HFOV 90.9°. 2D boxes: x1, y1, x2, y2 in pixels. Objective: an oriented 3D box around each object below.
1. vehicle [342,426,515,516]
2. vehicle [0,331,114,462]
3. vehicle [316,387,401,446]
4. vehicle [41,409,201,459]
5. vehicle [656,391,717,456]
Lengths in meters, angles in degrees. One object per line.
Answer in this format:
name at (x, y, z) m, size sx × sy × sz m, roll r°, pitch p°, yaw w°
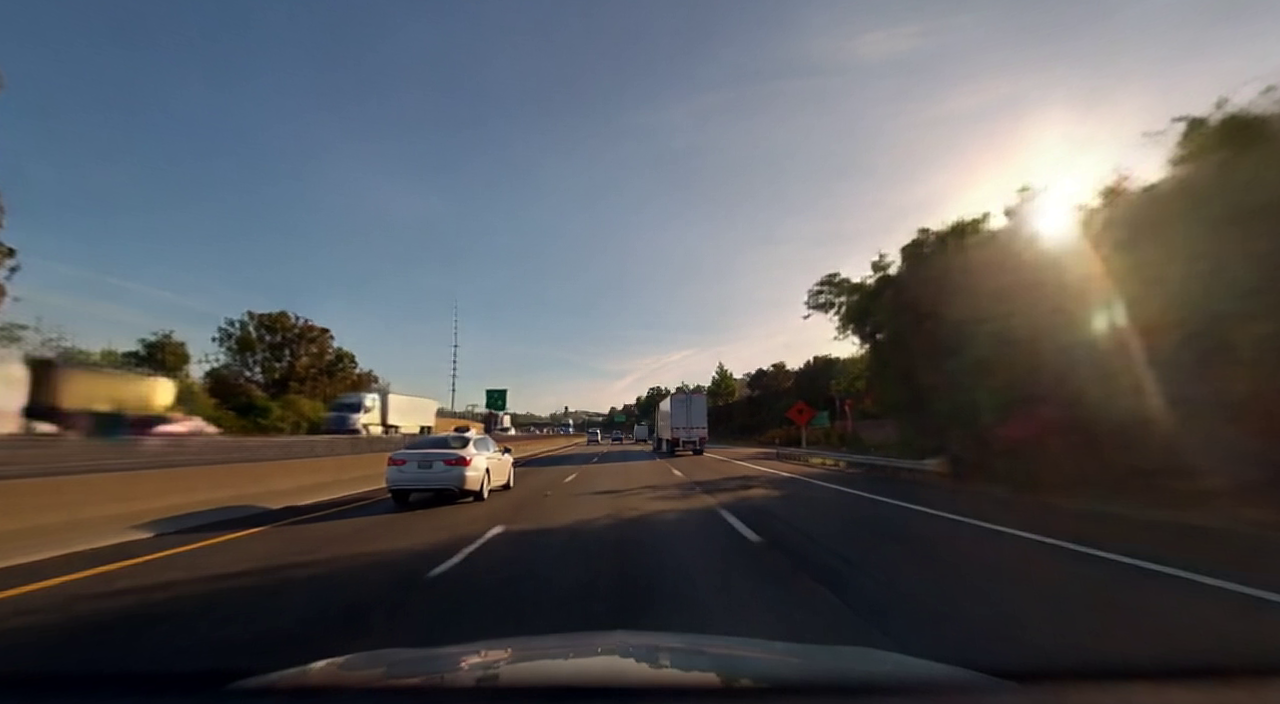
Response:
vehicle at (-3.894, 2.240, 12.527) m, size 1.971 × 1.444 × 4.401 m, roll 0°, pitch -8°, yaw -1°
vehicle at (-20.052, 1.420, 19.258) m, size 2.925 × 3.762 × 5.701 m, roll 0°, pitch -8°, yaw -1°
vehicle at (-19.893, 4.706, 45.017) m, size 3.132 × 3.870 × 5.926 m, roll 2°, pitch -8°, yaw 0°
vehicle at (-16.425, 2.645, 20.249) m, size 1.765 × 1.429 × 3.982 m, roll 0°, pitch -8°, yaw -1°
vehicle at (3.116, 5.423, 46.827) m, size 3.241 × 4.042 × 14.292 m, roll 0°, pitch -7°, yaw -1°
